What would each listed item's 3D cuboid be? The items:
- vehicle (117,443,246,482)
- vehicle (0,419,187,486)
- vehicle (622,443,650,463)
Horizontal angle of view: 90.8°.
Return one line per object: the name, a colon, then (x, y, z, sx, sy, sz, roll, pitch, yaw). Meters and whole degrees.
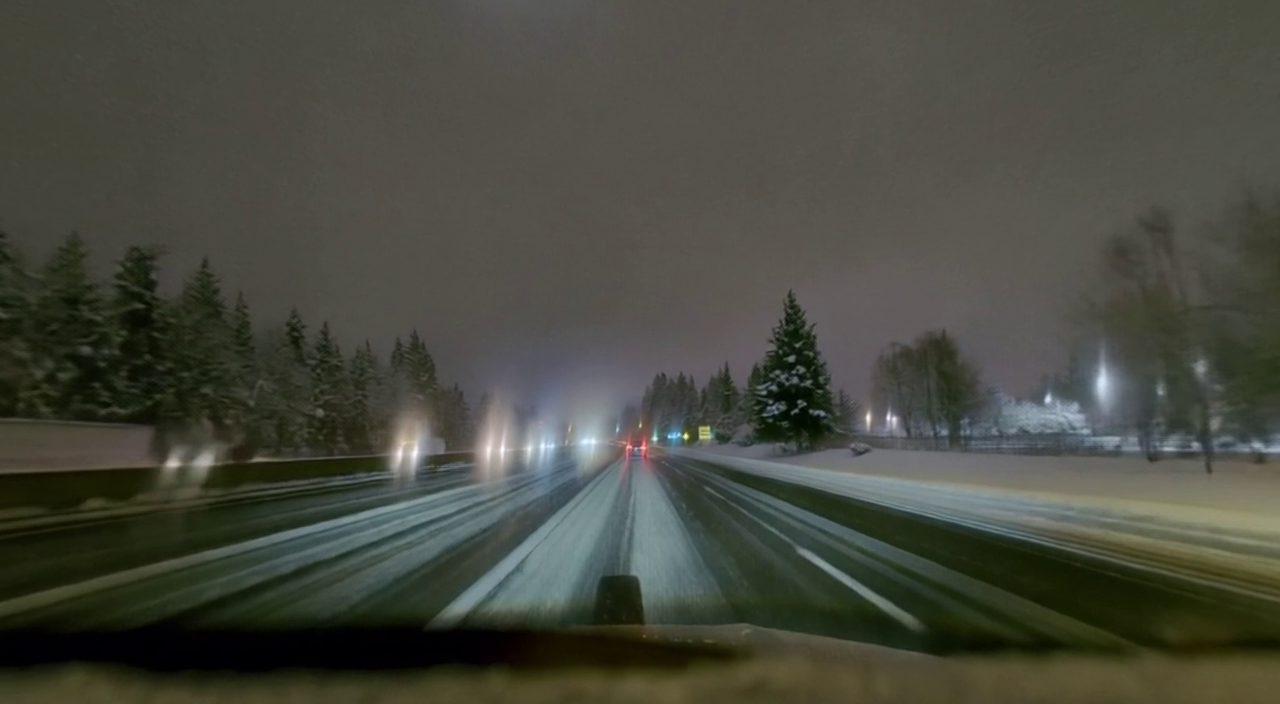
vehicle: (-21.018, 5.056, 29.291, 2.233, 1.644, 4.988, 0, -8, 0)
vehicle: (-28.630, 5.203, 33.057, 2.850, 2.964, 9.507, 0, -8, 0)
vehicle: (-0.352, 7.719, 48.449, 2.025, 1.460, 4.189, 0, -8, -2)
